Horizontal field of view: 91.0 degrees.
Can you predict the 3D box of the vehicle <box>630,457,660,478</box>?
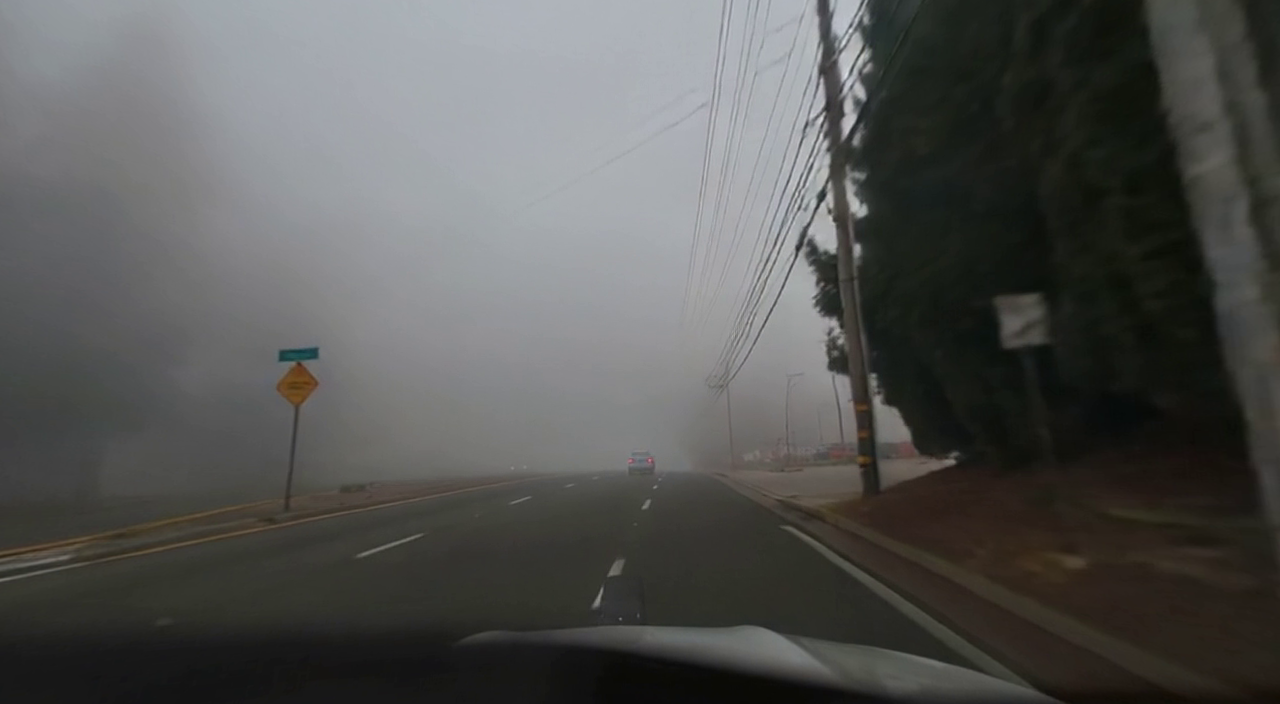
[{"bbox_3d":[0.412,8.802,48.279,2.114,1.492,4.453,-1,-9,3],"label":"vehicle"}]
